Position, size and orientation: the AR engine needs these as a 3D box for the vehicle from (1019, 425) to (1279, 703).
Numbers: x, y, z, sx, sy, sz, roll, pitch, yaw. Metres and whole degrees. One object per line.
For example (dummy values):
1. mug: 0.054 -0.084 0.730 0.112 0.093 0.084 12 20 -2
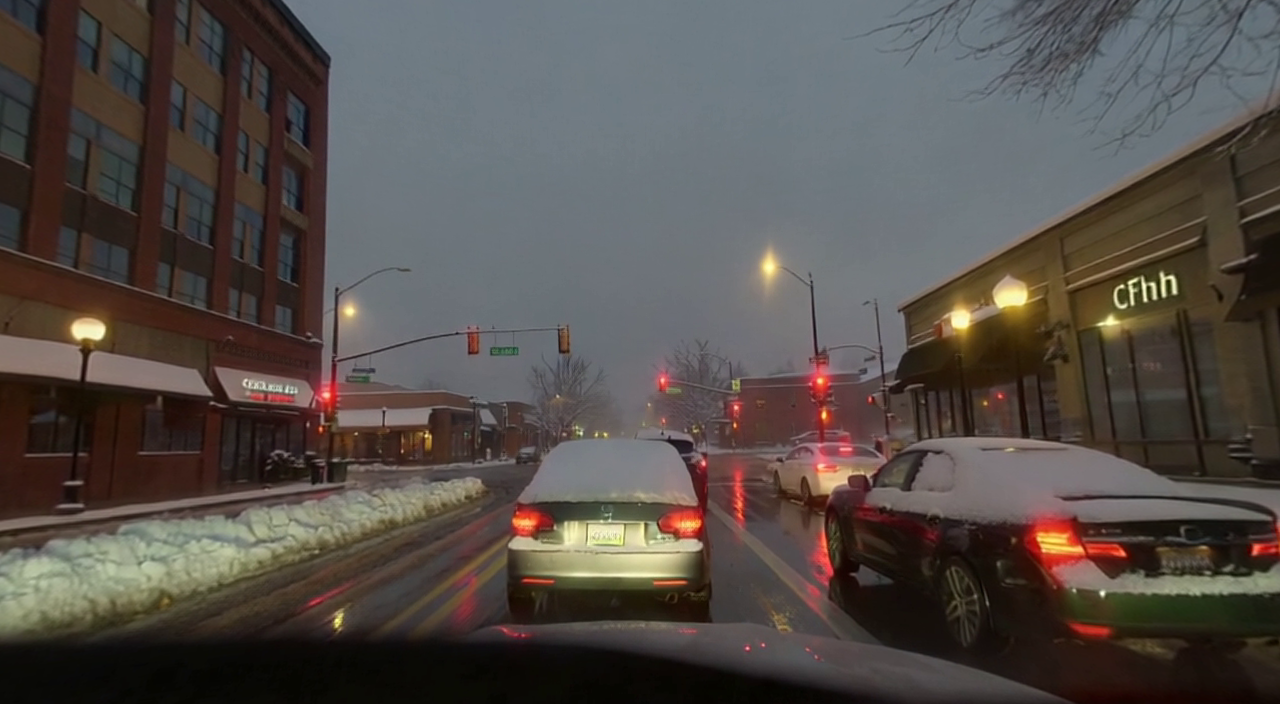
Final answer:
1. vehicle: 3.180 0.837 1.106 2.006 1.496 4.767 0 -9 -1

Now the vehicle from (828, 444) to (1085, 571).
1. vehicle: 4.540 2.234 10.024 1.912 1.505 4.618 -1 -8 3

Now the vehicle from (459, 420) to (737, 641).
1. vehicle: -0.277 1.498 6.214 1.888 1.489 3.703 0 -8 0
